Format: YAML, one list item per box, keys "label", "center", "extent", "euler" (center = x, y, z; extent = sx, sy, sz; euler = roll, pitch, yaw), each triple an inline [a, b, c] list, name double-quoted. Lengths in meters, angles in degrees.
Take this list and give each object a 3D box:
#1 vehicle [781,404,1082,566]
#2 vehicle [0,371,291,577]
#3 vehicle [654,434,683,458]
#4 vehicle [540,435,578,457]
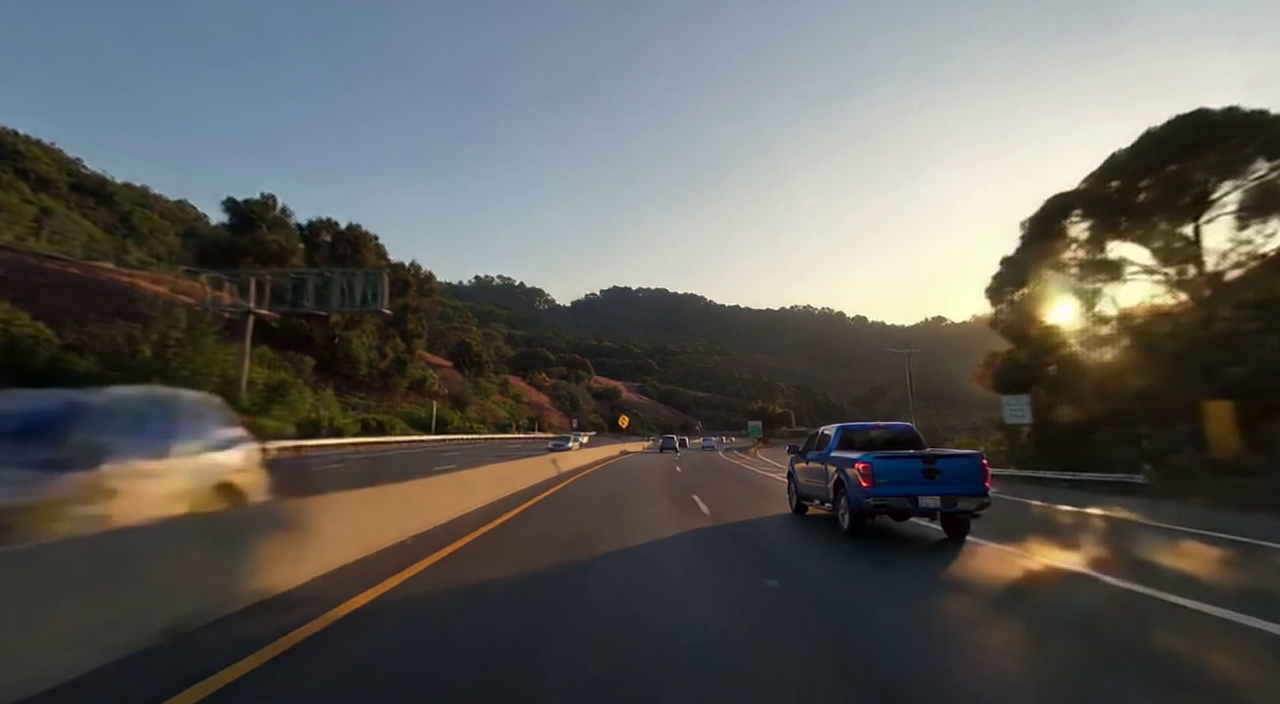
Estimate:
- label: "vehicle"
  center: [3.672, 1.791, 9.239]
  extent: [2.151, 1.744, 4.709]
  euler: [0, -9, 0]
- label: "vehicle"
  center: [-6.671, 1.391, 7.645]
  extent: [2.104, 1.790, 4.792]
  euler: [0, -9, 0]
- label: "vehicle"
  center: [2.260, 7.340, 49.404]
  extent: [2.186, 1.782, 4.100]
  euler: [-1, -9, 4]
- label: "vehicle"
  center: [-5.967, 7.047, 47.124]
  extent: [1.990, 1.533, 4.572]
  euler: [-1, -9, 3]
